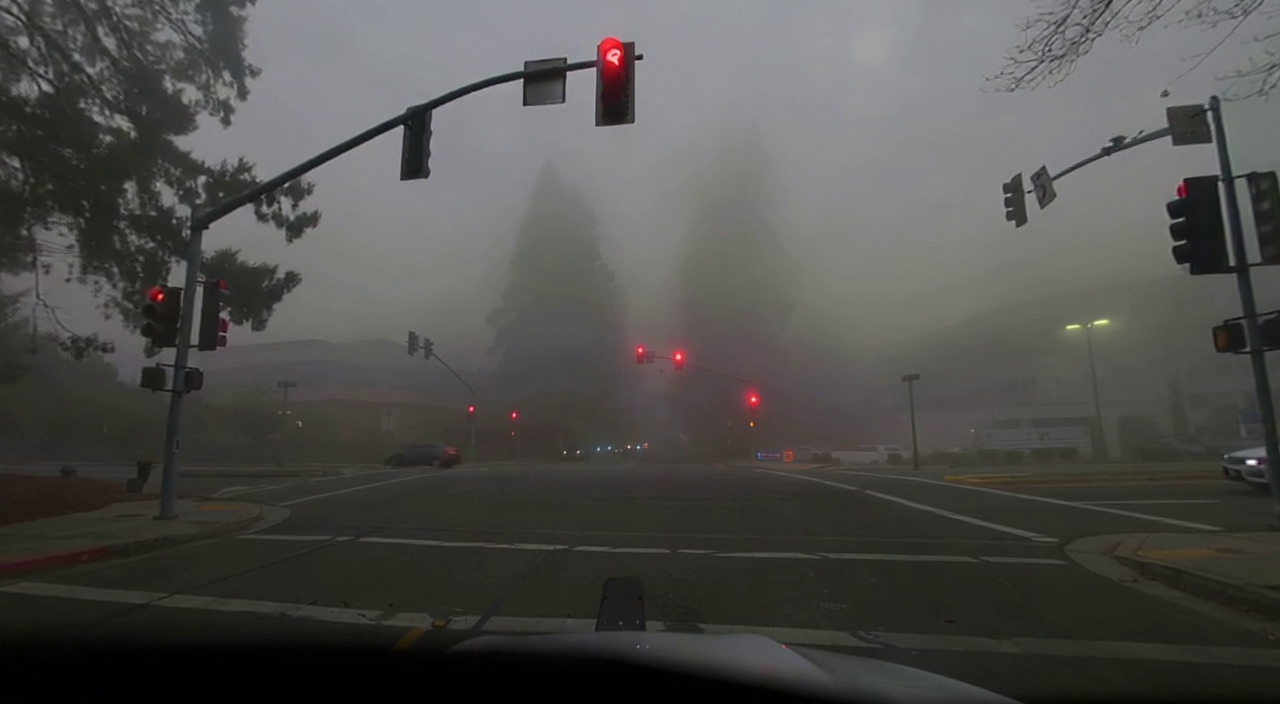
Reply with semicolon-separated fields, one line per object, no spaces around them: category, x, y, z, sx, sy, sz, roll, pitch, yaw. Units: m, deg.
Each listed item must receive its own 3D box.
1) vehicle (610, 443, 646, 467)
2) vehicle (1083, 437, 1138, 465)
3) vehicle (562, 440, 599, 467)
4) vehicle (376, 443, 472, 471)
vehicle;-0.865;6.827;41.985;2.056;1.492;3.937;1;-9;-6
vehicle;26.958;5.658;36.147;2.092;1.474;4.046;-8;-11;40
vehicle;-4.120;7.101;44.276;2.251;1.756;4.610;0;-9;-2
vehicle;-11.763;5.717;34.454;4.628;1.414;1.897;-3;-9;16
